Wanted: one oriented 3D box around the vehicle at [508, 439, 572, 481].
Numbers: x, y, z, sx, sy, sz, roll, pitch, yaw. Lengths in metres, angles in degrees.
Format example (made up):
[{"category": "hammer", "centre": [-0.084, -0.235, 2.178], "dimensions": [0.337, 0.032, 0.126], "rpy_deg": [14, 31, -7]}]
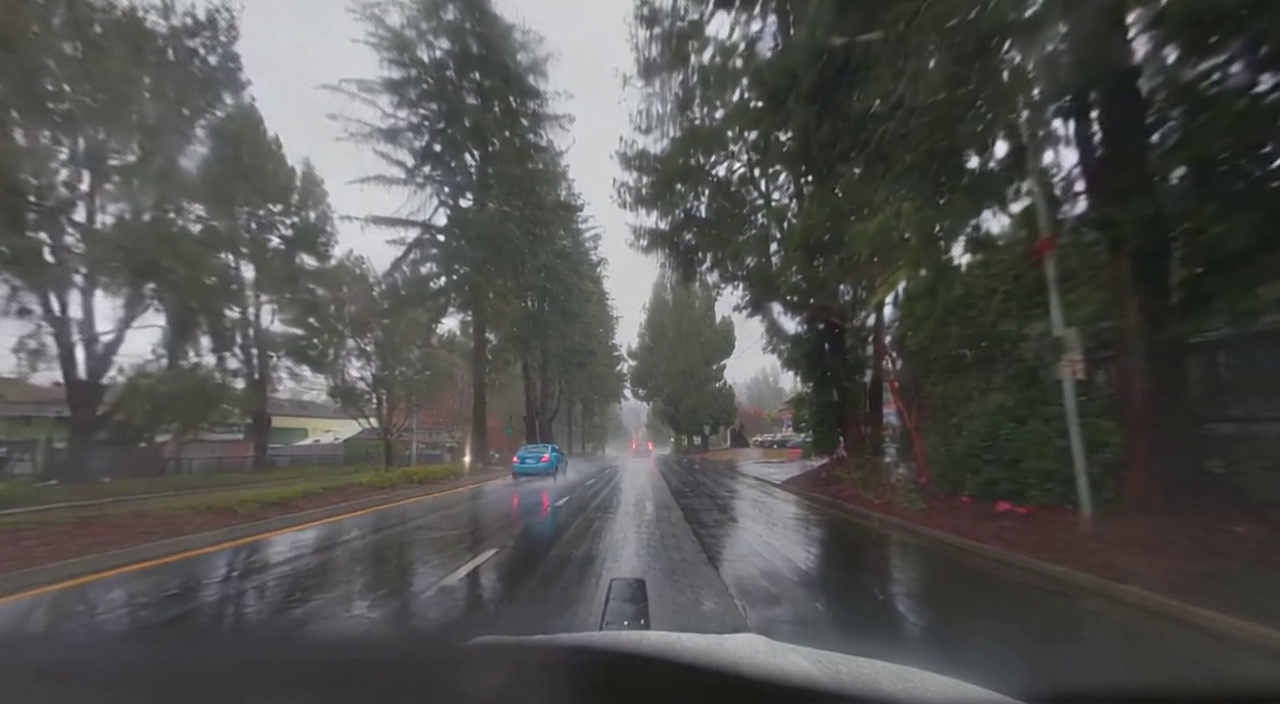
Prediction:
[{"category": "vehicle", "centre": [-4.154, 4.545, 26.856], "dimensions": [1.914, 1.630, 4.351], "rpy_deg": [0, -8, 1]}]
